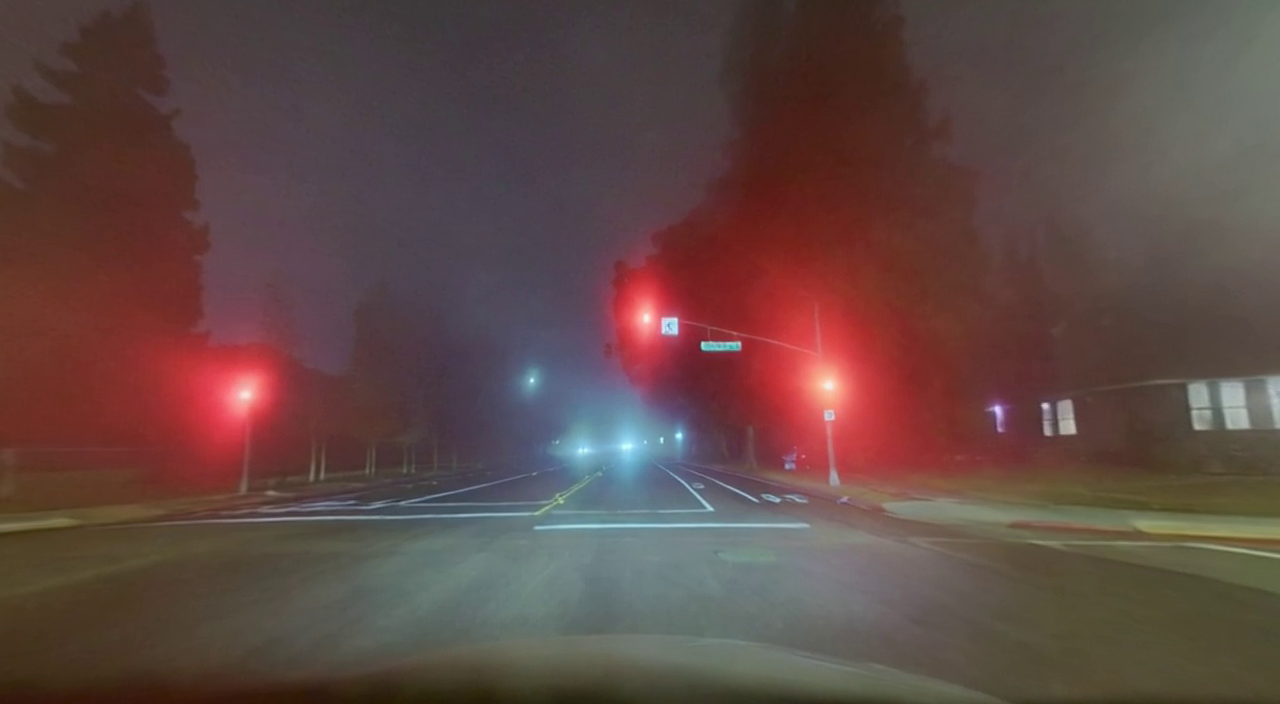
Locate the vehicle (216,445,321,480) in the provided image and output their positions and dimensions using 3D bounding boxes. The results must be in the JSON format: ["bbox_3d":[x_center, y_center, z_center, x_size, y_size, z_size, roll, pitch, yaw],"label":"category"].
[{"bbox_3d":[-18.773,5.570,32.072,4.115,1.699,1.848,0,-9,-1],"label":"vehicle"}]

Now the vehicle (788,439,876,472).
[{"bbox_3d":[10.983,5.928,36.291,4.423,1.779,1.883,0,-9,1],"label":"vehicle"}]
